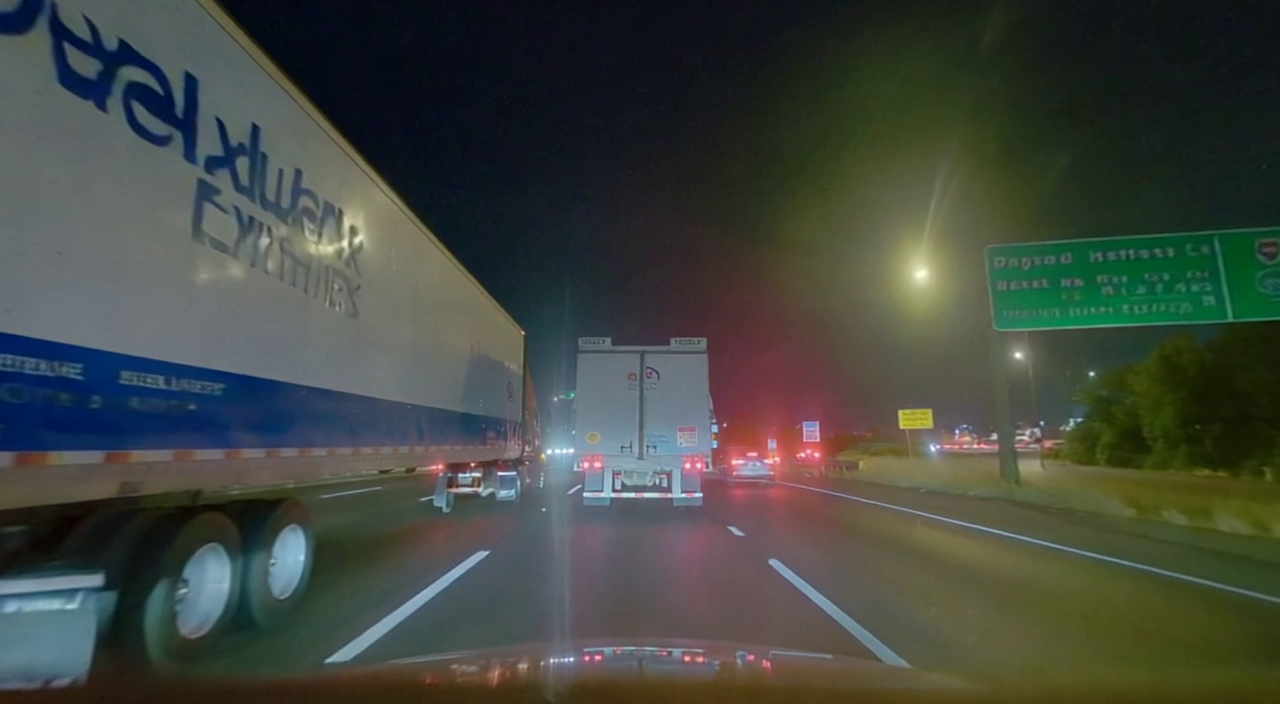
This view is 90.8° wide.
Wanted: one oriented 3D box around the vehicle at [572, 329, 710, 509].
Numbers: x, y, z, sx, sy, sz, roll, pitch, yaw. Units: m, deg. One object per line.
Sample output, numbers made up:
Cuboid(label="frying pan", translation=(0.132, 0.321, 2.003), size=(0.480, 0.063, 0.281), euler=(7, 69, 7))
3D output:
Cuboid(label="vehicle", translation=(-0.033, 2.133, 18.409), size=(2.910, 3.828, 9.805), euler=(0, -9, -1))

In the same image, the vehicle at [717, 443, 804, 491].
Cuboid(label="vehicle", translation=(3.966, 3.849, 21.608), size=(2.010, 1.446, 4.579), euler=(0, -9, -1))

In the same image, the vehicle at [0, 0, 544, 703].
Cuboid(label="vehicle", translation=(-4.086, 0.646, 9.075), size=(2.873, 4.107, 15.970), euler=(0, -9, 0))
